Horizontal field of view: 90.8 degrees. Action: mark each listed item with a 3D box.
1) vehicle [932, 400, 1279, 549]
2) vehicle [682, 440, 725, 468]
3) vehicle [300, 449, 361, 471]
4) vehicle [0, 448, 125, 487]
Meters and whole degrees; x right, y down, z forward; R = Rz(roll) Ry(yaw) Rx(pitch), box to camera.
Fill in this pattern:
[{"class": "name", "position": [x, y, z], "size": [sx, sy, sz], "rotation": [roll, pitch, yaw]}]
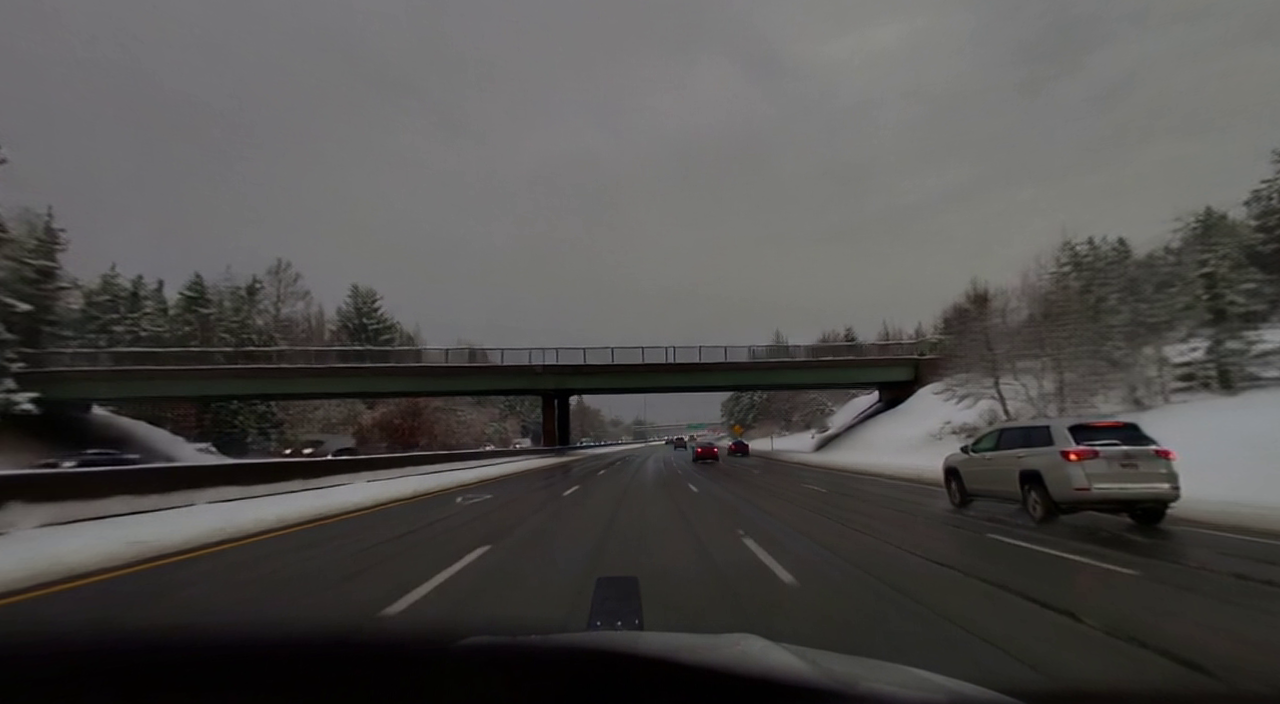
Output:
[{"class": "vehicle", "position": [7.063, 1.886, 10.355], "size": [2.087, 1.806, 4.946], "rotation": [0, -9, -1]}, {"class": "vehicle", "position": [3.432, 5.646, 35.098], "size": [1.981, 1.471, 4.342], "rotation": [0, -9, 1]}, {"class": "vehicle", "position": [-23.370, 8.171, 47.891], "size": [2.096, 1.515, 4.805], "rotation": [-1, -9, 2]}, {"class": "vehicle", "position": [-27.639, 5.504, 30.371], "size": [1.952, 1.688, 4.454], "rotation": [0, -9, 0]}]
